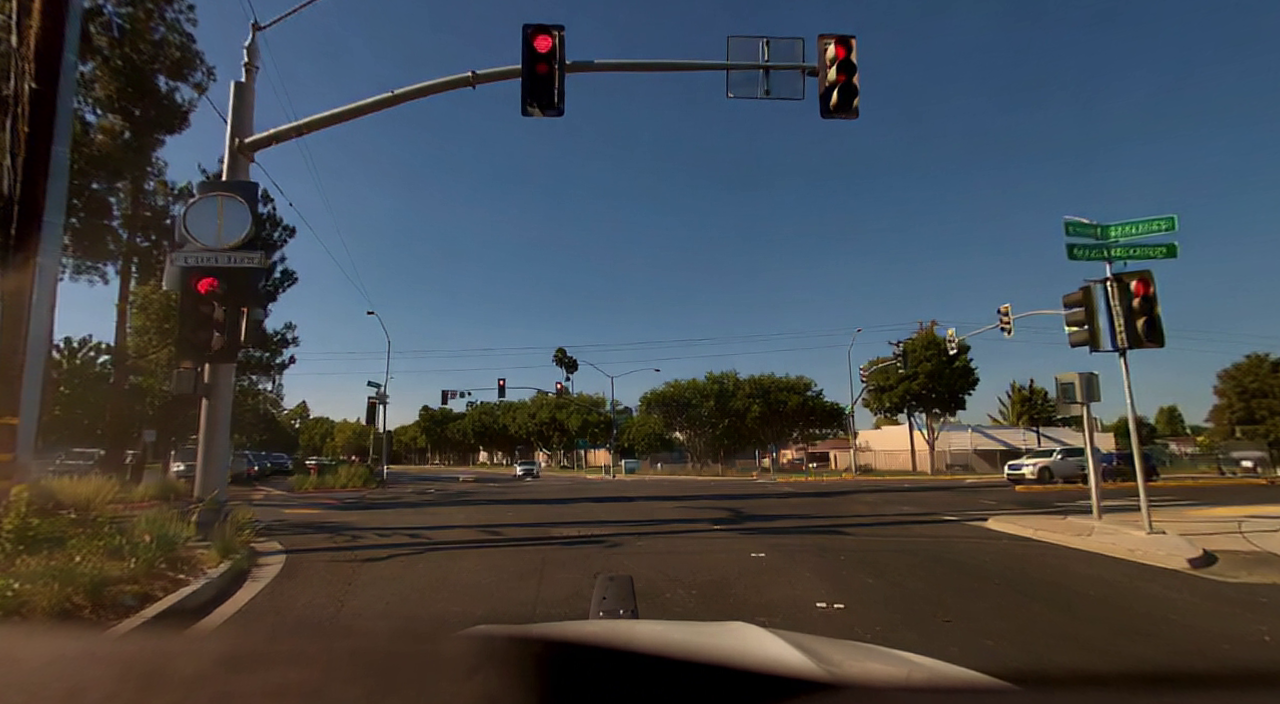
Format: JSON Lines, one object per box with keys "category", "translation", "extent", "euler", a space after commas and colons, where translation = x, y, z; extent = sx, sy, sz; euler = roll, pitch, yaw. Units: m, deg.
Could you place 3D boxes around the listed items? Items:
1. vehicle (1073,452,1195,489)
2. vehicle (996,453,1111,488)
{"category": "vehicle", "translation": [22.733, 5.478, 29.078], "extent": [3.998, 1.590, 1.936], "euler": [1, -12, -6]}
{"category": "vehicle", "translation": [21.249, 6.137, 32.477], "extent": [4.455, 1.647, 2.124], "euler": [1, -12, -6]}
